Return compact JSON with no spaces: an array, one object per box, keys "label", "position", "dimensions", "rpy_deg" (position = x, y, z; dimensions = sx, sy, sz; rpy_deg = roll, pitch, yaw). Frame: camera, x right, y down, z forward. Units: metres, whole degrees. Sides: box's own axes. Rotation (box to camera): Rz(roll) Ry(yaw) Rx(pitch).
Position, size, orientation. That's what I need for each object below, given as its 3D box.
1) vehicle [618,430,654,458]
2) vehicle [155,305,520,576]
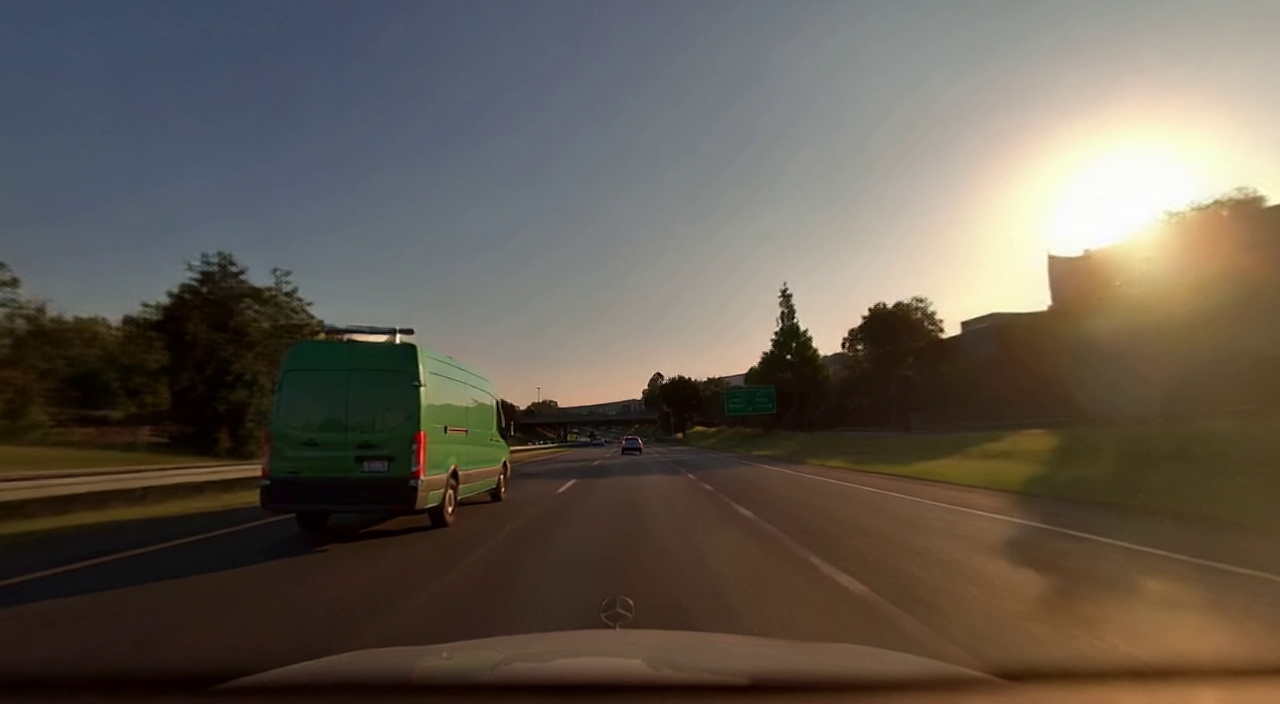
[{"label":"vehicle","position":[-0.272,5.779,39.631],"dimensions":[2.104,1.646,4.176],"rpy_deg":[0,-8,-1]},{"label":"vehicle","position":[-3.408,1.204,8.966],"dimensions":[2.424,2.577,5.828],"rpy_deg":[0,-8,-2]}]
